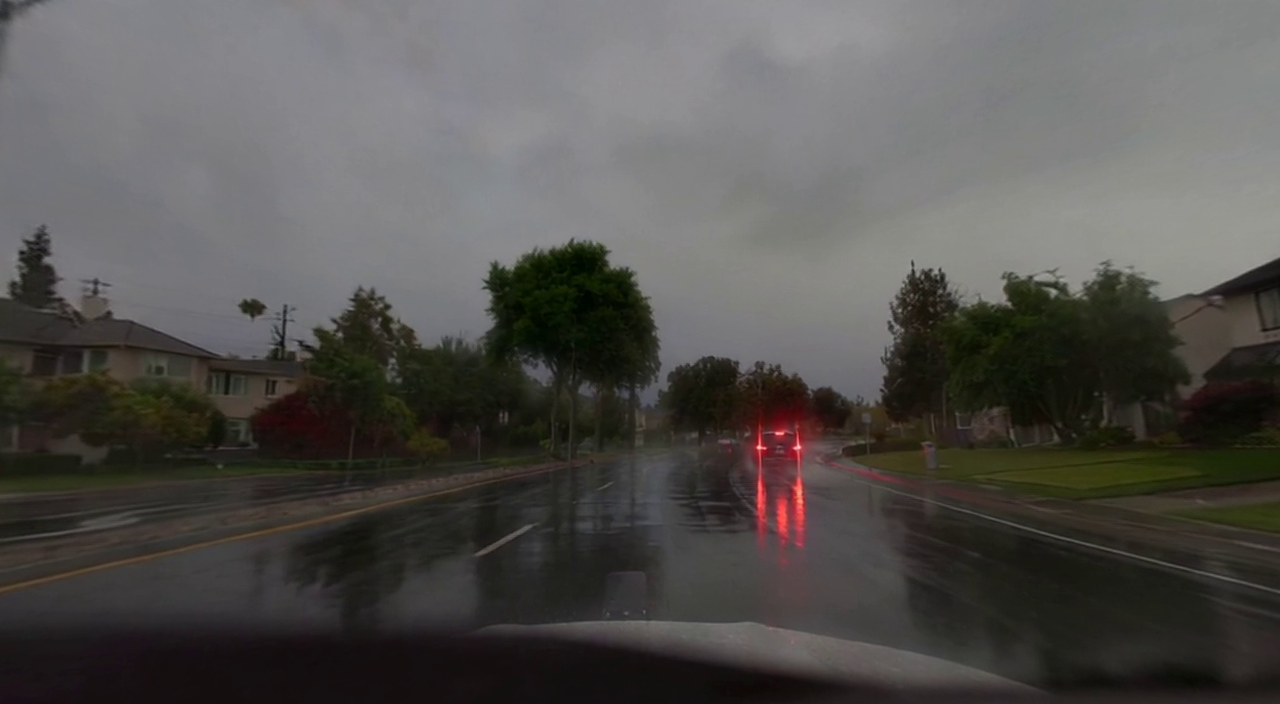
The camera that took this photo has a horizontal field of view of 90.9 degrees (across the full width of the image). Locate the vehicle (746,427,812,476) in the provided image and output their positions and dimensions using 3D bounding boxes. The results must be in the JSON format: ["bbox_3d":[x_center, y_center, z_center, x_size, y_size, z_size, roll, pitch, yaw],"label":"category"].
[{"bbox_3d":[5.730,4.147,26.526,2.141,1.833,4.704,-1,-8,6],"label":"vehicle"}]
